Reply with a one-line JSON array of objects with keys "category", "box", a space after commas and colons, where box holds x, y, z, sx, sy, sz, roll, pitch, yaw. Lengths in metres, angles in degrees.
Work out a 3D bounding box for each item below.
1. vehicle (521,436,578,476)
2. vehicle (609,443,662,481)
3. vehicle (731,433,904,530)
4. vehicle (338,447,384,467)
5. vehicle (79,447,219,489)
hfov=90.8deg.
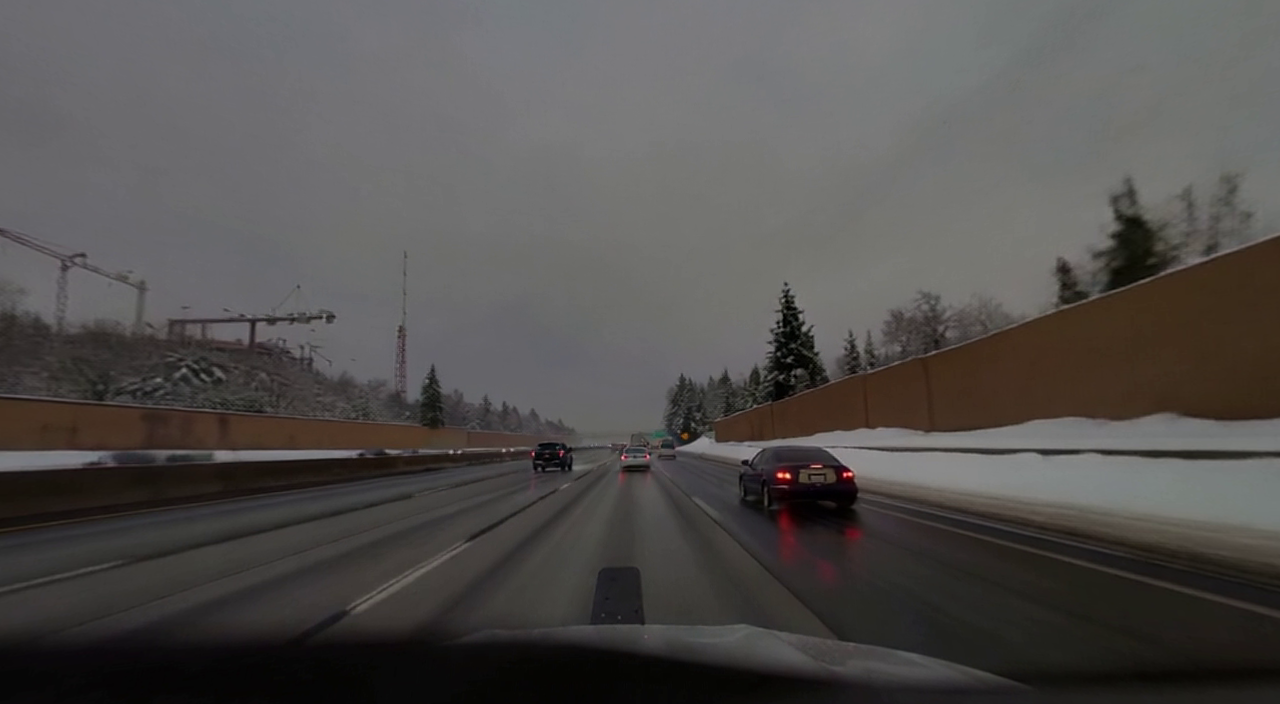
[{"category": "vehicle", "box": [-4.365, 5.079, 31.068, 2.121, 1.775, 4.335, 0, -8, 1]}, {"category": "vehicle", "box": [-0.223, 4.515, 26.278, 2.045, 1.452, 4.040, 0, -8, -1]}, {"category": "vehicle", "box": [3.136, 2.385, 12.298, 1.917, 1.507, 4.540, 0, -8, -2]}, {"category": "vehicle", "box": [-22.011, 8.244, 49.907, 1.751, 1.510, 3.999, 0, -8, 1]}, {"category": "vehicle", "box": [-19.029, 4.486, 24.807, 1.778, 1.466, 4.610, 0, -8, 1]}]
